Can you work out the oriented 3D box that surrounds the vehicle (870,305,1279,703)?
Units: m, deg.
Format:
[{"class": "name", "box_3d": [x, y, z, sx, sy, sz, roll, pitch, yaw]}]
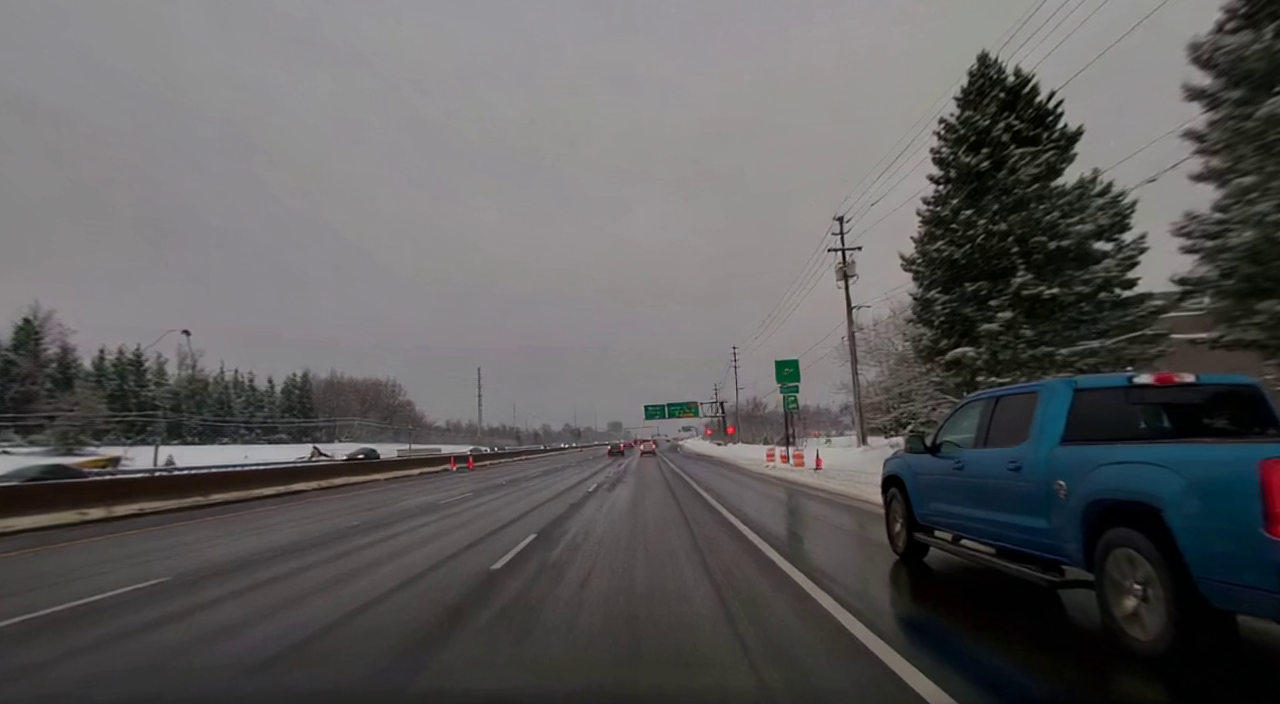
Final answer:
[{"class": "vehicle", "box_3d": [3.766, 1.023, 4.607, 2.186, 1.840, 5.289, 0, -8, 0]}]
